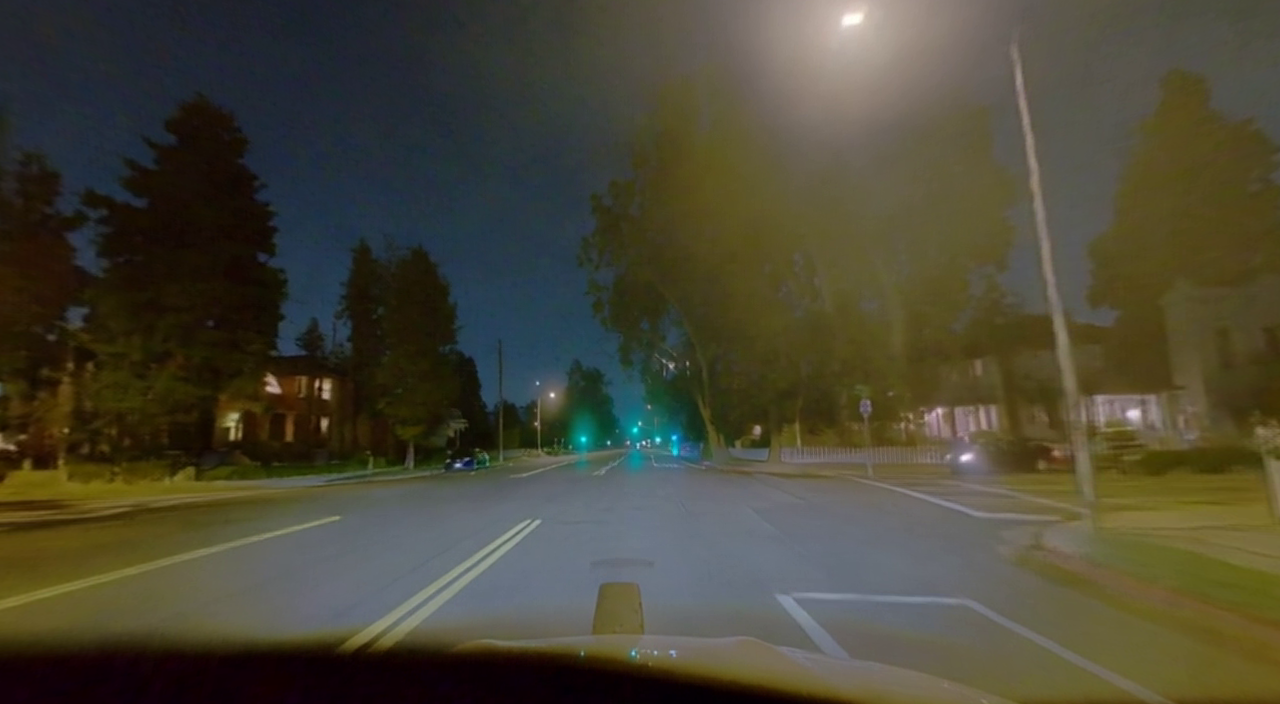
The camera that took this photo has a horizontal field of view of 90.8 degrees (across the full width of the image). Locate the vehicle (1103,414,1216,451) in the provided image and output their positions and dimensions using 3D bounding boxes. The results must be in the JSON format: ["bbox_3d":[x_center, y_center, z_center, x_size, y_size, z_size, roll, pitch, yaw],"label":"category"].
[{"bbox_3d":[26.973,4.222,33.013,2.000,1.773,4.469,0,-8,-1],"label":"vehicle"}]

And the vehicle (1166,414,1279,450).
[{"bbox_3d":[29.872,4.140,32.582,1.918,1.717,4.112,-1,-8,2],"label":"vehicle"}]

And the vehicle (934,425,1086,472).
[{"bbox_3d":[14.308,3.754,24.678,4.635,1.706,1.954,-1,-8,2],"label":"vehicle"}]

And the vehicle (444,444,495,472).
[{"bbox_3d":[-11.038,6.865,41.287,2.049,1.527,4.677,-4,-8,-1],"label":"vehicle"}]

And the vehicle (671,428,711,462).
[{"bbox_3d":[3.660,6.844,46.639,2.504,2.114,6.073,5,-8,3],"label":"vehicle"}]
